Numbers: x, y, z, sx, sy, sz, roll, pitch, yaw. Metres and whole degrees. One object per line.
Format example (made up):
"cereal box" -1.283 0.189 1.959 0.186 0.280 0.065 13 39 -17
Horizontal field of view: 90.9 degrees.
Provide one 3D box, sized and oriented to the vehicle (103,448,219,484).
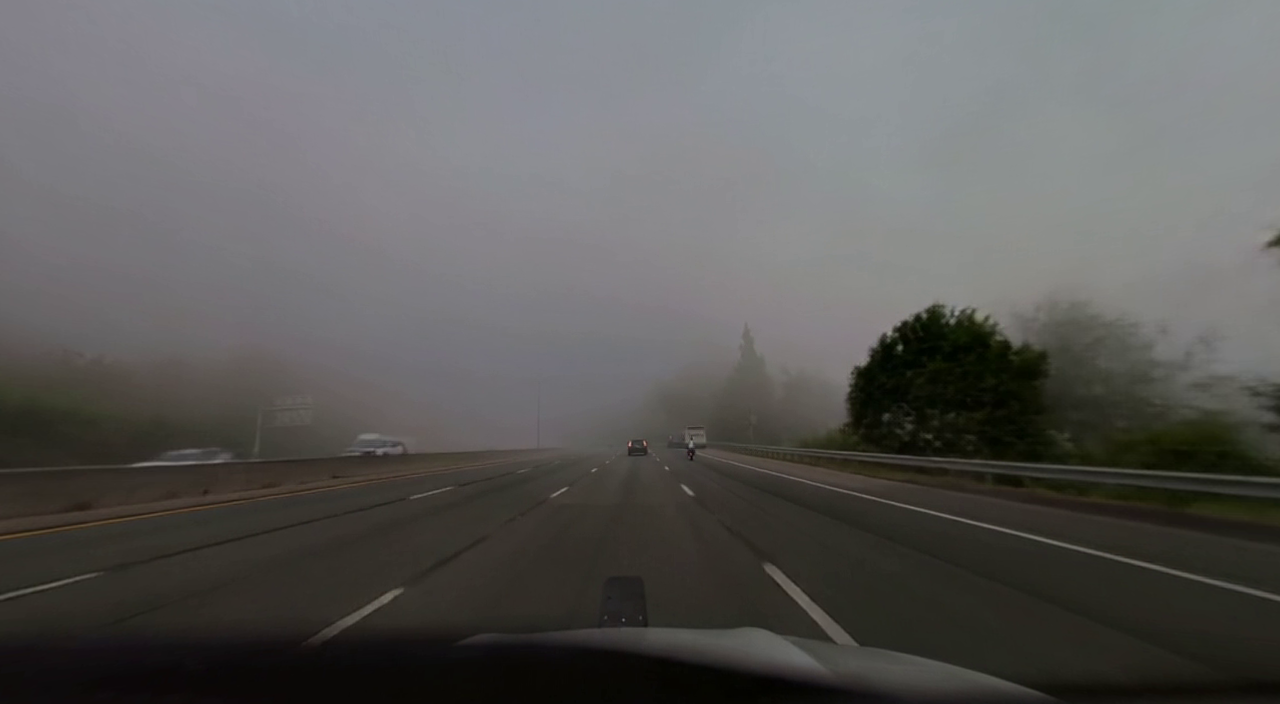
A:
"vehicle" -20.630 4.886 27.389 1.810 1.416 3.982 0 -8 2
